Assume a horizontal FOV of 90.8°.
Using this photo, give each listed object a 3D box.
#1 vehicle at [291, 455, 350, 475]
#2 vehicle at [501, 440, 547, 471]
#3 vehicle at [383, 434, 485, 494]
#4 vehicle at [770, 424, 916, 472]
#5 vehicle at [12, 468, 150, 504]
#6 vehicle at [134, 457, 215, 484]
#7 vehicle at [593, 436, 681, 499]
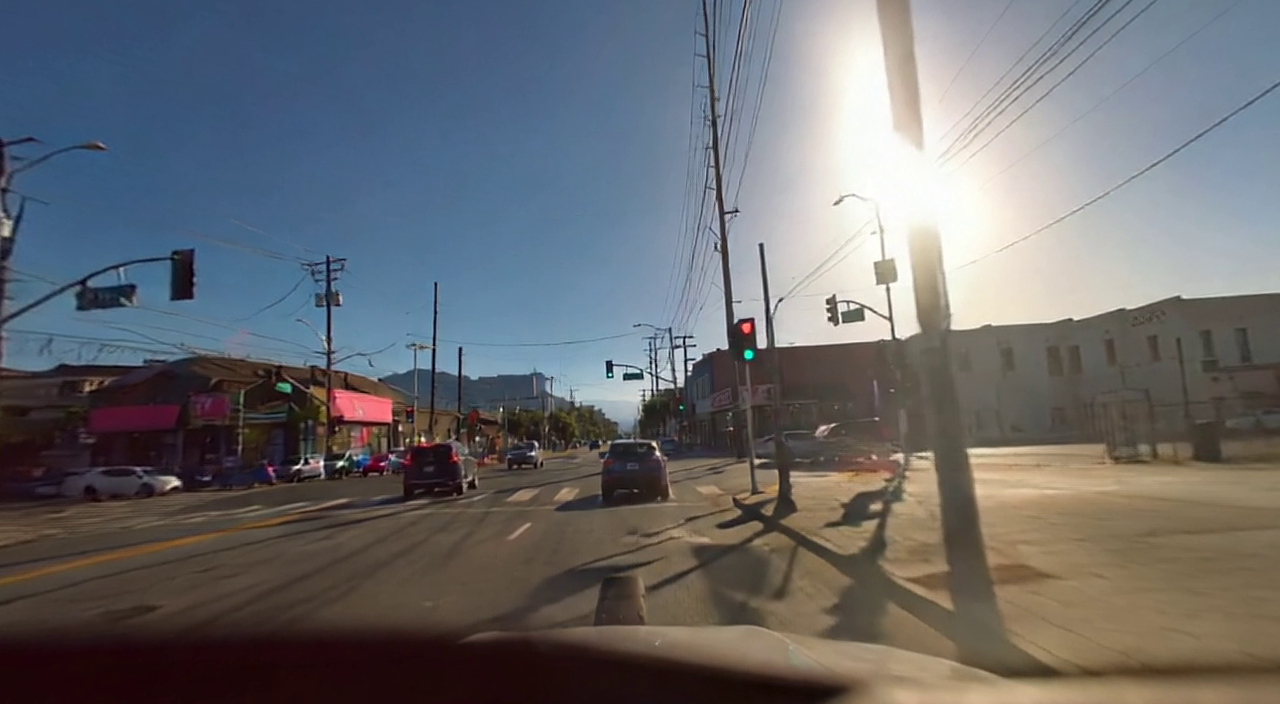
[{"bbox_3d":[-23.054,8.167,45.691,3.360,1.392,1.674,-1,-9,0],"label":"vehicle"},{"bbox_3d":[-5.936,5.192,31.973,2.097,1.457,4.439,2,-8,-12],"label":"vehicle"},{"bbox_3d":[-6.638,3.627,20.892,2.063,1.751,4.229,0,-8,-2],"label":"vehicle"},{"bbox_3d":[7.483,3.559,23.563,4.714,1.686,1.973,1,-8,-8],"label":"vehicle"},{"bbox_3d":[-26.045,6.257,29.580,4.479,1.484,2.036,0,-8,0],"label":"vehicle"},{"bbox_3d":[-34.776,8.841,47.308,4.492,1.880,1.879,0,-8,-1],"label":"vehicle"},{"bbox_3d":[0.064,3.121,17.497,2.059,1.497,4.260,-1,-8,5],"label":"vehicle"}]
